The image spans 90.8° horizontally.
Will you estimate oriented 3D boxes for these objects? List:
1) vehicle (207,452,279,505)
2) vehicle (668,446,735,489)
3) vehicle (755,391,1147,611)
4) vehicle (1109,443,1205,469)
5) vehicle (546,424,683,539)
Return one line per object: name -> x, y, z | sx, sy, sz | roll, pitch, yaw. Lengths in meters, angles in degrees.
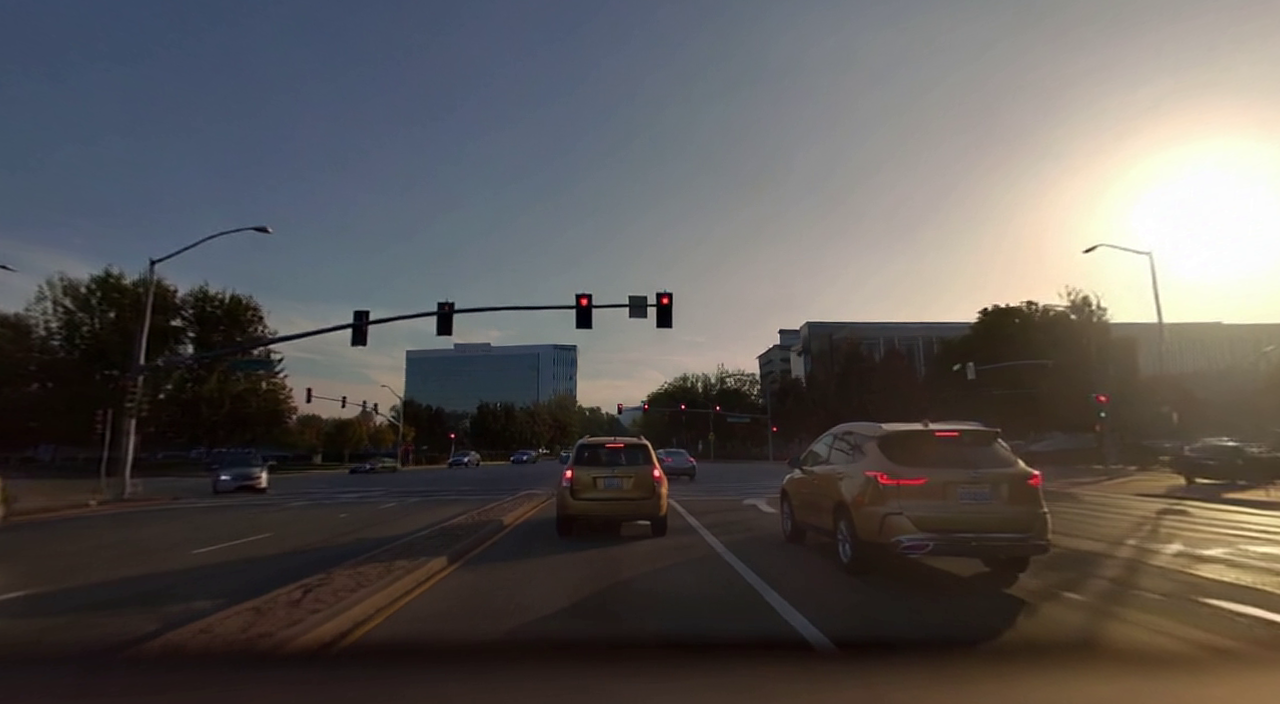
vehicle -> -15.577, 4.842, 24.733 | 2.060, 1.771, 4.802 | 5, -10, -33
vehicle -> 2.228, 4.310, 23.987 | 1.900, 1.459, 4.260 | 0, -9, -3
vehicle -> 2.995, 1.554, 7.492 | 2.228, 1.798, 4.370 | 0, -9, -3
vehicle -> 34.265, 6.905, 41.973 | 4.498, 1.710, 1.925 | -1, -9, 4
vehicle -> -0.437, 2.254, 11.575 | 2.039, 1.698, 4.144 | 0, -9, -2
